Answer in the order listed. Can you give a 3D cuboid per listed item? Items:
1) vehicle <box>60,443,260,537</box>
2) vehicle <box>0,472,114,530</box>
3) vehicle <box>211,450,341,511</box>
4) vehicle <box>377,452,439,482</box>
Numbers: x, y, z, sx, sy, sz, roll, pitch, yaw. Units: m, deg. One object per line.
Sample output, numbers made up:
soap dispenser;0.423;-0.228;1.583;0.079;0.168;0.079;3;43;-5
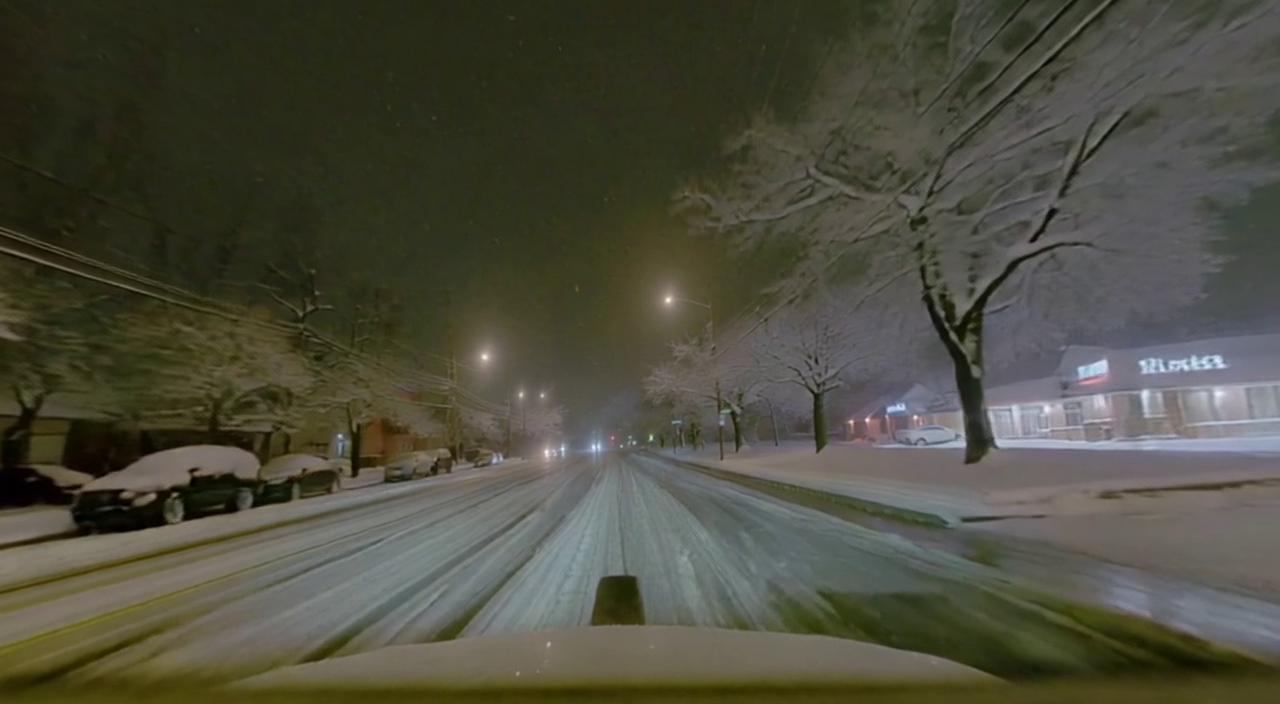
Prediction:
vehicle;-12.187;3.437;16.502;2.015;1.884;4.488;-6;-8;-5
vehicle;-18.281;4.356;18.820;1.963;1.383;3.903;2;-9;-4
vehicle;-12.396;4.336;21.896;2.076;1.681;4.423;-4;-9;-3
vehicle;-12.821;6.363;35.196;1.958;1.457;4.254;0;-8;-3
